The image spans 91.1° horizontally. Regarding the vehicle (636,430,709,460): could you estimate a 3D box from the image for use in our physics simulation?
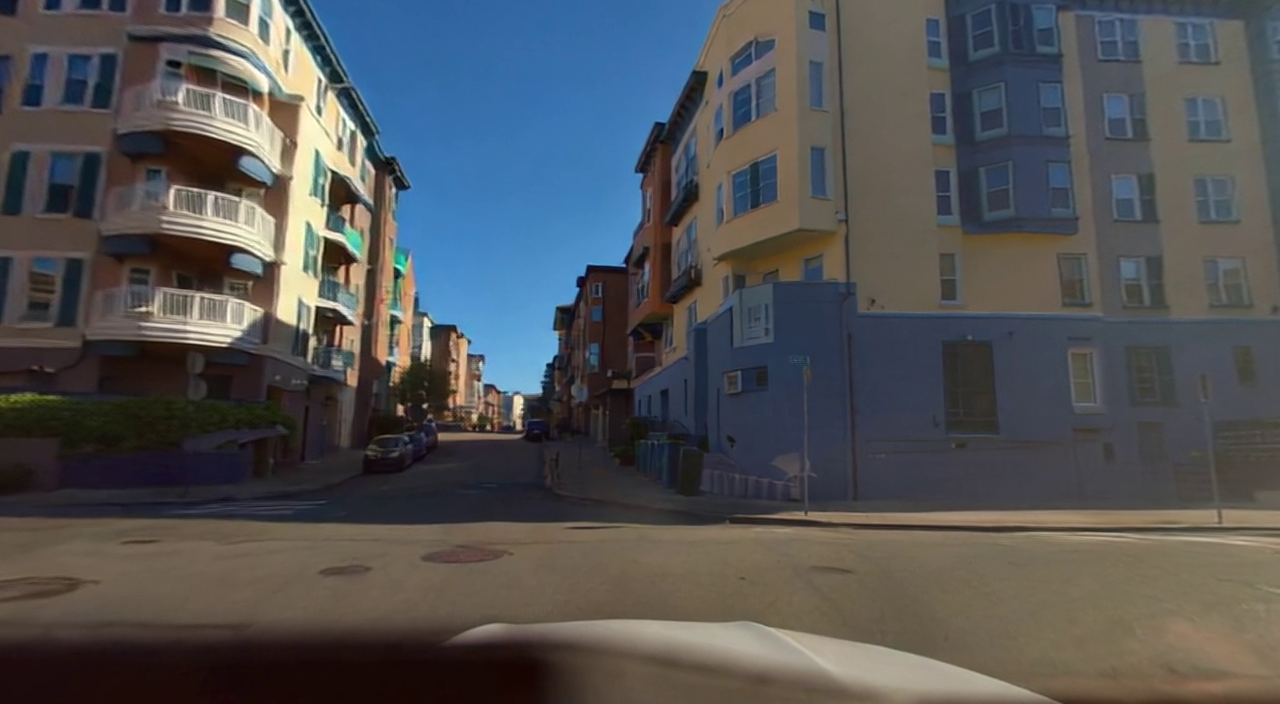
[{"bbox_3d":[1.636,4.732,32.016,3.404,1.431,1.641,2,-8,-11],"label":"vehicle"}]

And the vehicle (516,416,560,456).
[{"bbox_3d":[-5.866,4.774,35.685,2.072,2.074,4.358,3,-8,-13],"label":"vehicle"}]

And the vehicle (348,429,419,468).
[{"bbox_3d":[-10.302,3.902,25.533,1.897,1.431,3.741,2,-8,-10],"label":"vehicle"}]
